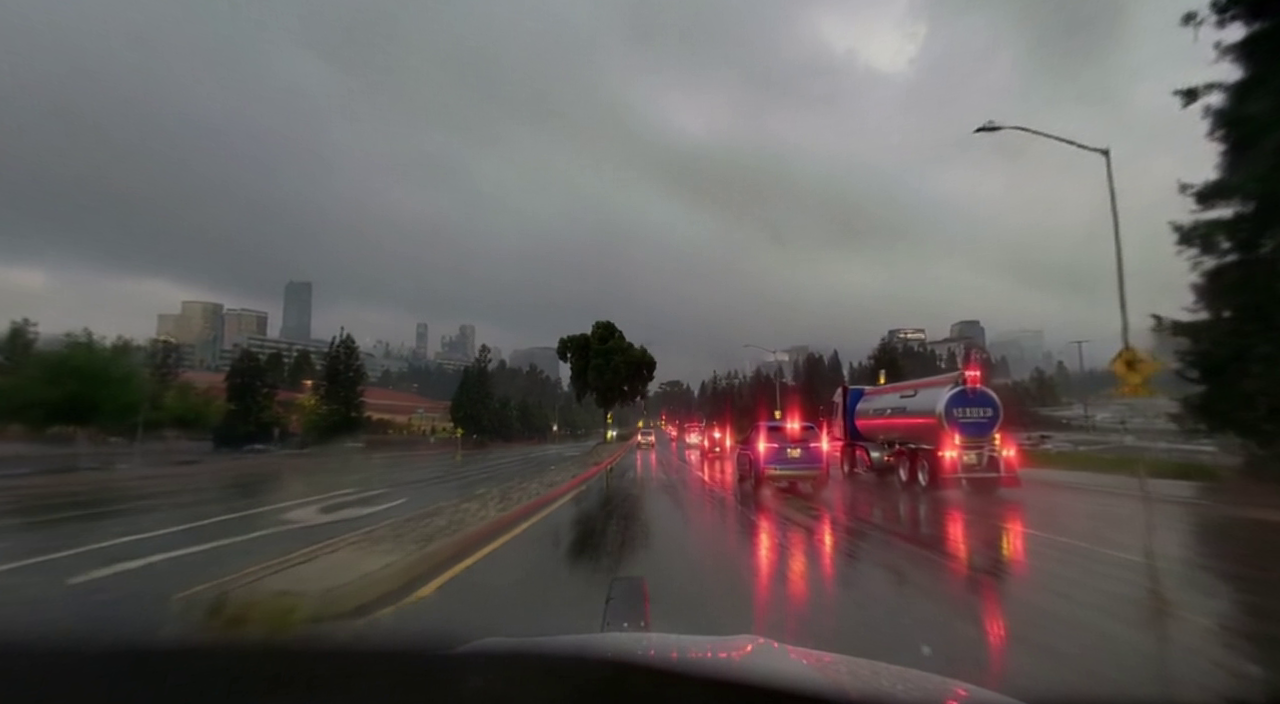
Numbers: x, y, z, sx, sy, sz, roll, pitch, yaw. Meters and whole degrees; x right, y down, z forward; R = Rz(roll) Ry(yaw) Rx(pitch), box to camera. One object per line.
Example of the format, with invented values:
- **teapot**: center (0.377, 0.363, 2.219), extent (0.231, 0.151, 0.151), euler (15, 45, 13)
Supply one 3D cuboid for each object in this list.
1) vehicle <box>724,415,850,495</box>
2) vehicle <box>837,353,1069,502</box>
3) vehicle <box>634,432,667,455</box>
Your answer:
- **vehicle**: center (3.518, 2.587, 16.075), extent (2.045, 1.729, 4.532), euler (0, -8, -1)
- **vehicle**: center (7.765, 2.071, 16.861), extent (2.849, 3.207, 6.275), euler (0, -8, 0)
- **vehicle**: center (0.656, 6.314, 43.349), extent (2.148, 1.488, 4.002), euler (0, -8, 0)
